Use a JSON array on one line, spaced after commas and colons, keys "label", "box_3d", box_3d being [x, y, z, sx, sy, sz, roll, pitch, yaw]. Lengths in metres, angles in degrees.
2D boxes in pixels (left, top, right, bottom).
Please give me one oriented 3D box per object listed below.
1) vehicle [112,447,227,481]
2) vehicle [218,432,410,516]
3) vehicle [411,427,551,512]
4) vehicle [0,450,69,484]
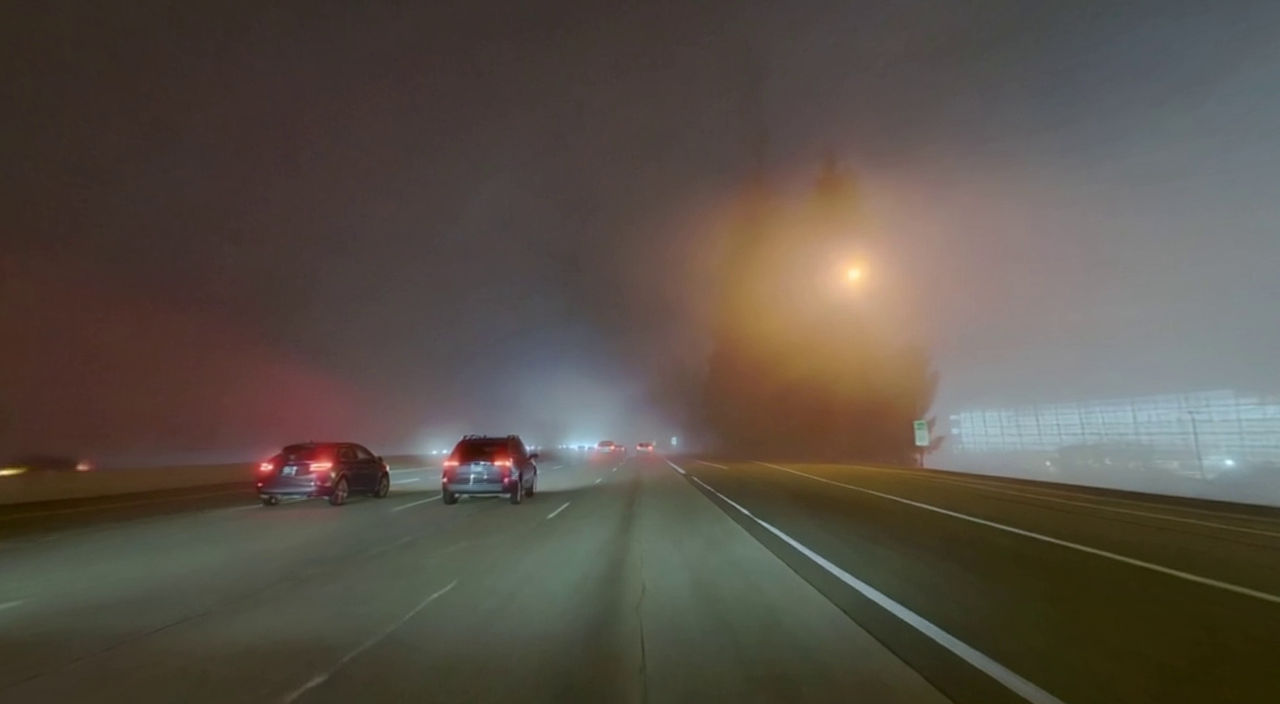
[{"label": "vehicle", "box_3d": [-23.442, 5.558, 31.664, 2.093, 1.523, 4.701, -1, -9, 1]}, {"label": "vehicle", "box_3d": [-7.404, 2.802, 14.994, 2.071, 1.661, 4.540, -1, -9, 1]}, {"label": "vehicle", "box_3d": [-3.627, 2.768, 15.315, 2.158, 1.717, 4.375, -1, -9, 1]}, {"label": "vehicle", "box_3d": [-30.068, 5.438, 29.802, 1.863, 1.513, 4.404, -1, -9, 1]}]
